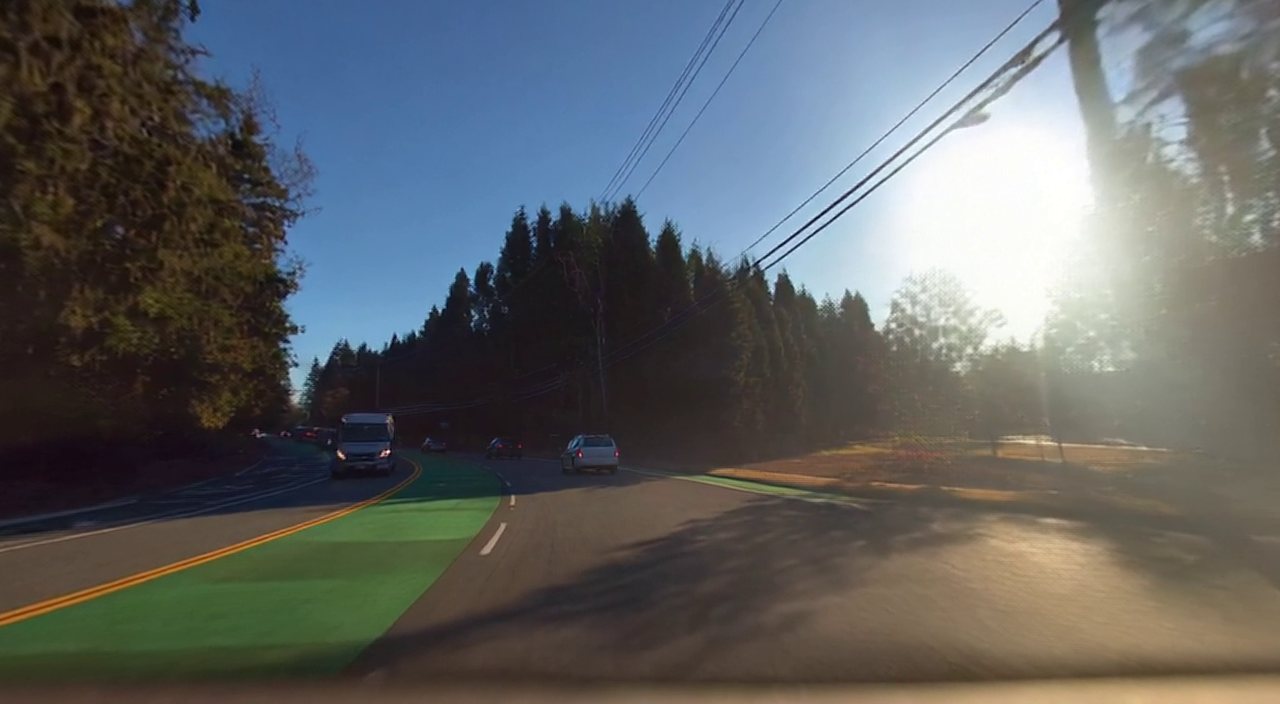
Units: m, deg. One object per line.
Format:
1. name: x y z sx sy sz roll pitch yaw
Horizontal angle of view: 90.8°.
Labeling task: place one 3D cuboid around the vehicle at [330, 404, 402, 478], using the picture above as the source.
1. vehicle: -12.052 4.002 28.268 2.413 2.872 6.823 3 -9 -20

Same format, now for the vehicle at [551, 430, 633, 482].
1. vehicle: -1.958 3.980 24.326 2.140 1.767 4.720 2 -9 -17

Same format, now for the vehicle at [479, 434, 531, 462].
1. vehicle: -8.856 6.278 41.161 2.075 1.699 4.520 4 -10 -28
